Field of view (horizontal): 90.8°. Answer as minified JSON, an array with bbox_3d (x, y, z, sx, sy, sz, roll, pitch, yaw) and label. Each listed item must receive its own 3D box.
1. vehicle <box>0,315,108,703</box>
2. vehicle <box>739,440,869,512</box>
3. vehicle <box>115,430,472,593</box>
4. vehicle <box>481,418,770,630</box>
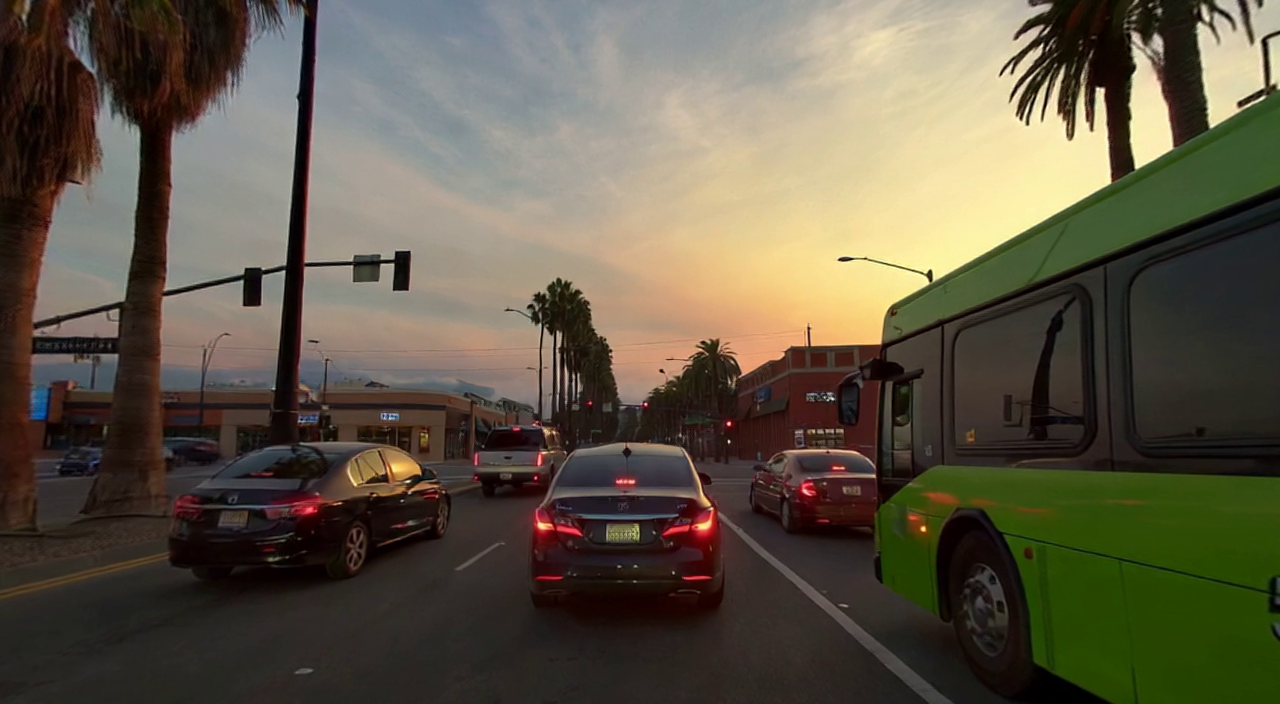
[{"bbox_3d":[-3.567,0.469,0.314,2.145,1.824,4.974,0,-9,2],"label":"vehicle"},{"bbox_3d":[3.720,2.881,15.216,1.989,1.467,4.364,0,-9,1],"label":"vehicle"},{"bbox_3d":[-3.627,1.724,7.716,1.919,1.415,4.178,0,-9,1],"label":"vehicle"},{"bbox_3d":[-0.113,1.525,6.516,2.060,1.499,3.831,0,-9,0],"label":"vehicle"}]
